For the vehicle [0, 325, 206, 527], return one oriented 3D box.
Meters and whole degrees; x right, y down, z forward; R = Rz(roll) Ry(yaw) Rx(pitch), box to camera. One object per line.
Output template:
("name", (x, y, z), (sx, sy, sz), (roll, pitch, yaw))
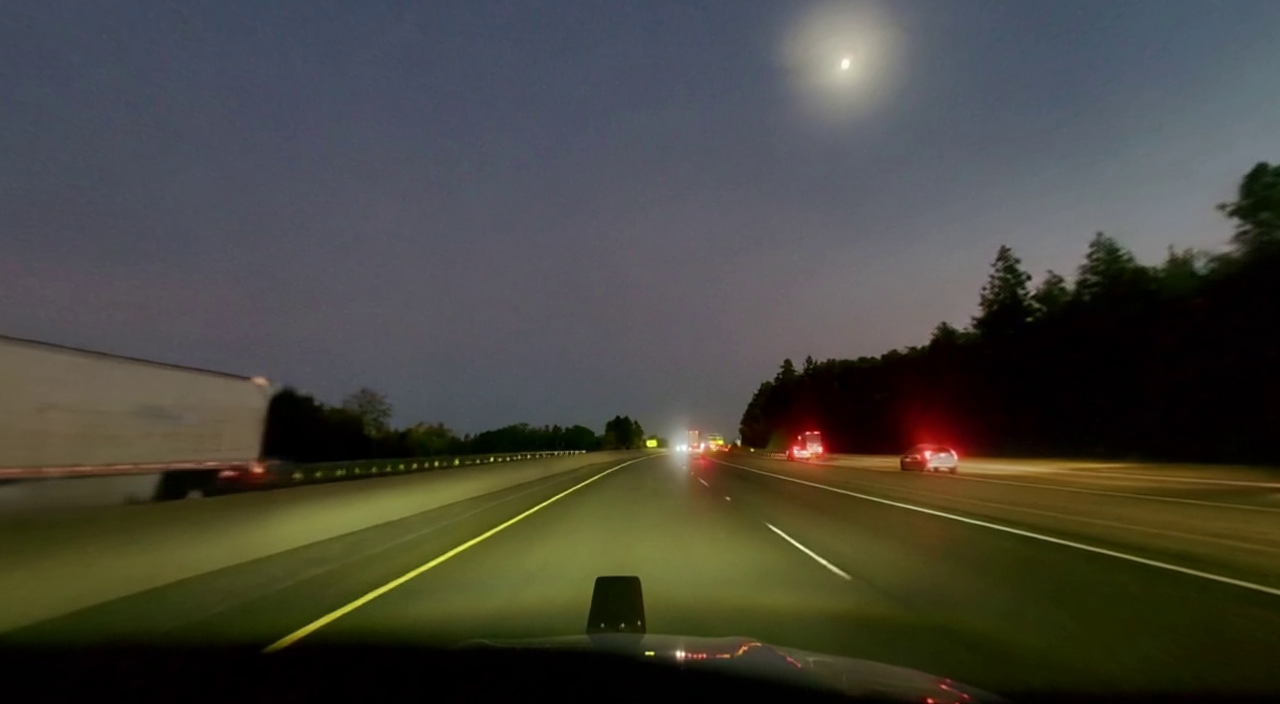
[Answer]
("vehicle", (-14.645, 1.284, 11.399), (2.854, 4.101, 14.140), (-1, -9, 3))
